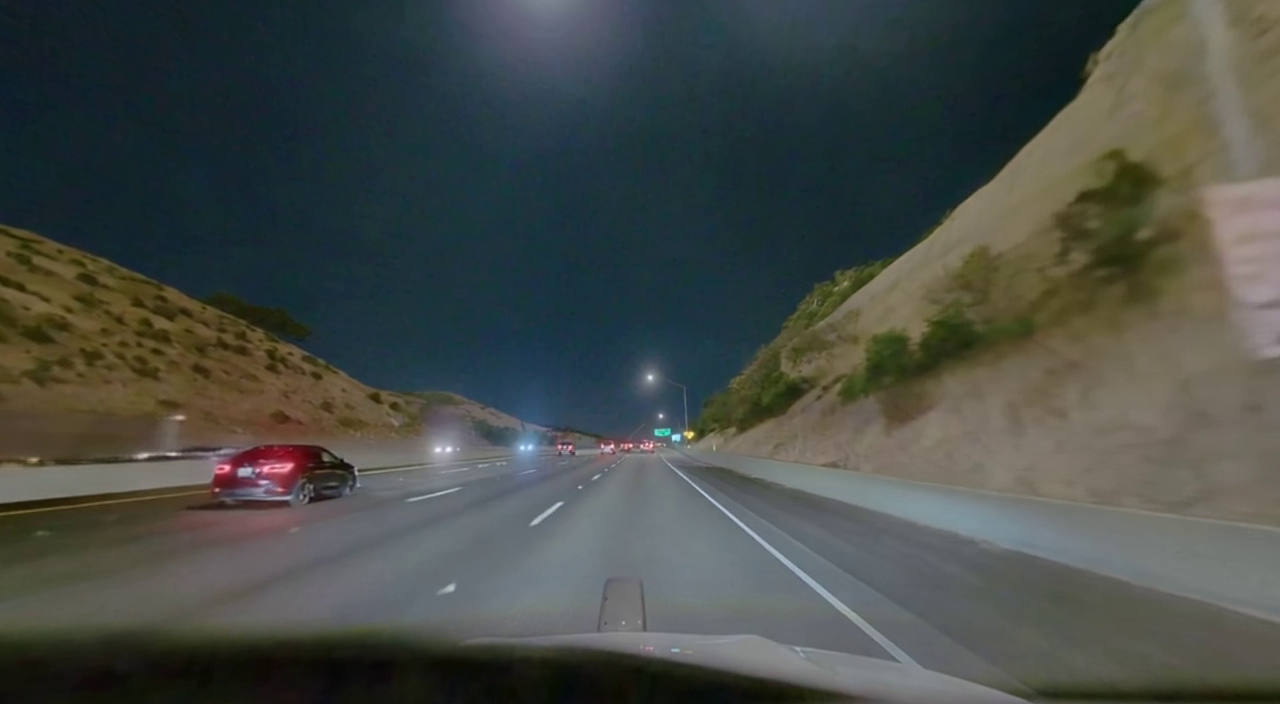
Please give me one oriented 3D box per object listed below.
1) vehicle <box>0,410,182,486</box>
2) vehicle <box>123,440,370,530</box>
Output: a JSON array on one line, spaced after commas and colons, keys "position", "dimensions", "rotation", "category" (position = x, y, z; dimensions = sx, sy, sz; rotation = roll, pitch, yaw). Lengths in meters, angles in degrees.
[{"position": [-29.217, 4.723, 31.055], "dimensions": [2.844, 3.262, 13.155], "rotation": [0, -8, 2], "category": "vehicle"}, {"position": [-7.468, 2.525, 12.643], "dimensions": [1.949, 1.465, 4.563], "rotation": [0, -8, 1], "category": "vehicle"}]
